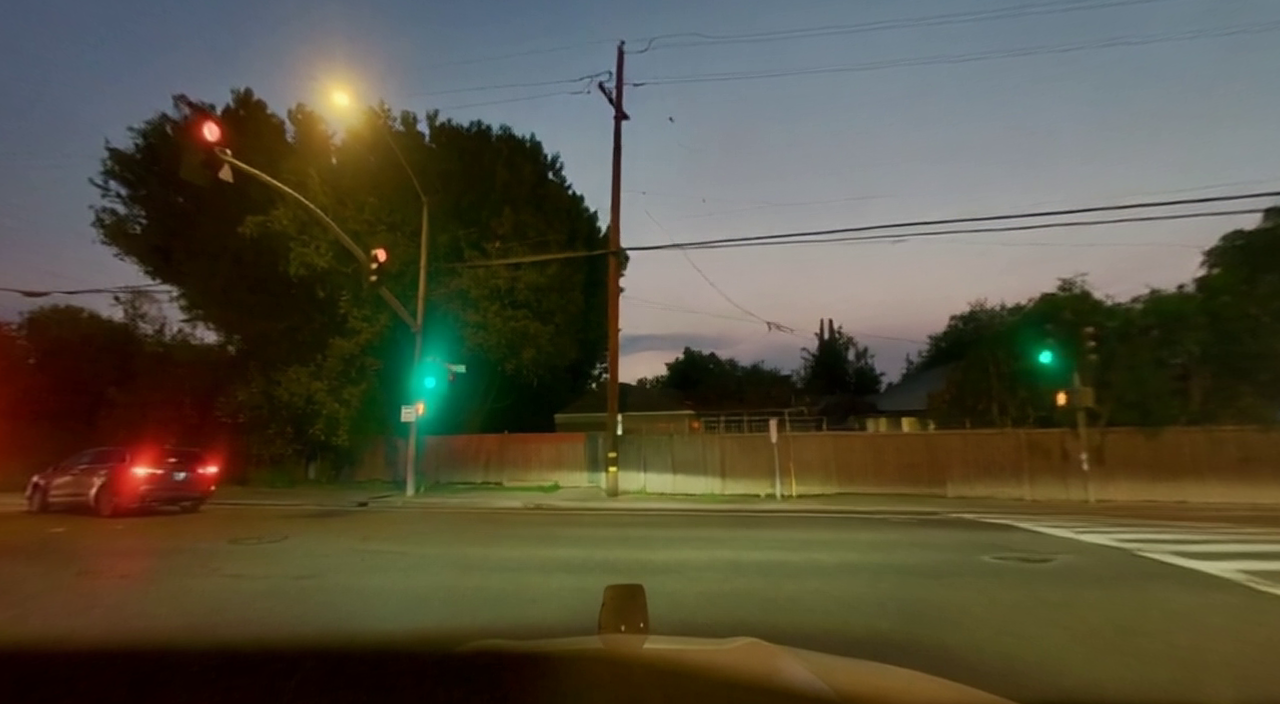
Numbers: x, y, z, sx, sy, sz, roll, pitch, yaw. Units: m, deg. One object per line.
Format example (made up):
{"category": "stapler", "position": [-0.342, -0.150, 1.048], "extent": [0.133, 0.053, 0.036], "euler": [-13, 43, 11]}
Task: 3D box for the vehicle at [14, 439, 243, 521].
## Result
{"category": "vehicle", "position": [-11.209, 2.686, 13.806], "extent": [4.512, 1.506, 2.078], "euler": [-4, -9, 26]}
